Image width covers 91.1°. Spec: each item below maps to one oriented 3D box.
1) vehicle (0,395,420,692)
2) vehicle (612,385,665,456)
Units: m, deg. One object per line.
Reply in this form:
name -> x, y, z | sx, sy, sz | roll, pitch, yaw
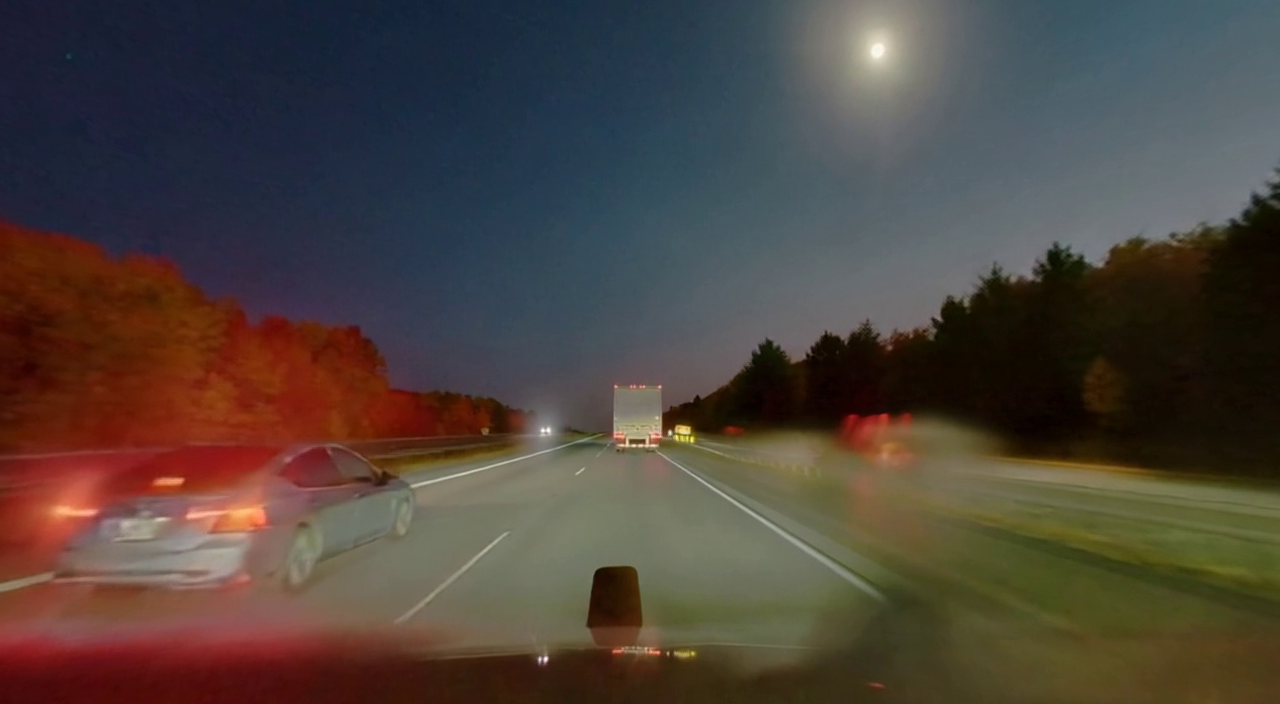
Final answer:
vehicle -> -3.755, 1.262, 5.364 | 2.217, 1.495, 4.245 | 0, -8, 0
vehicle -> -0.276, 4.709, 41.764 | 3.013, 4.016, 11.496 | 0, -8, -2
